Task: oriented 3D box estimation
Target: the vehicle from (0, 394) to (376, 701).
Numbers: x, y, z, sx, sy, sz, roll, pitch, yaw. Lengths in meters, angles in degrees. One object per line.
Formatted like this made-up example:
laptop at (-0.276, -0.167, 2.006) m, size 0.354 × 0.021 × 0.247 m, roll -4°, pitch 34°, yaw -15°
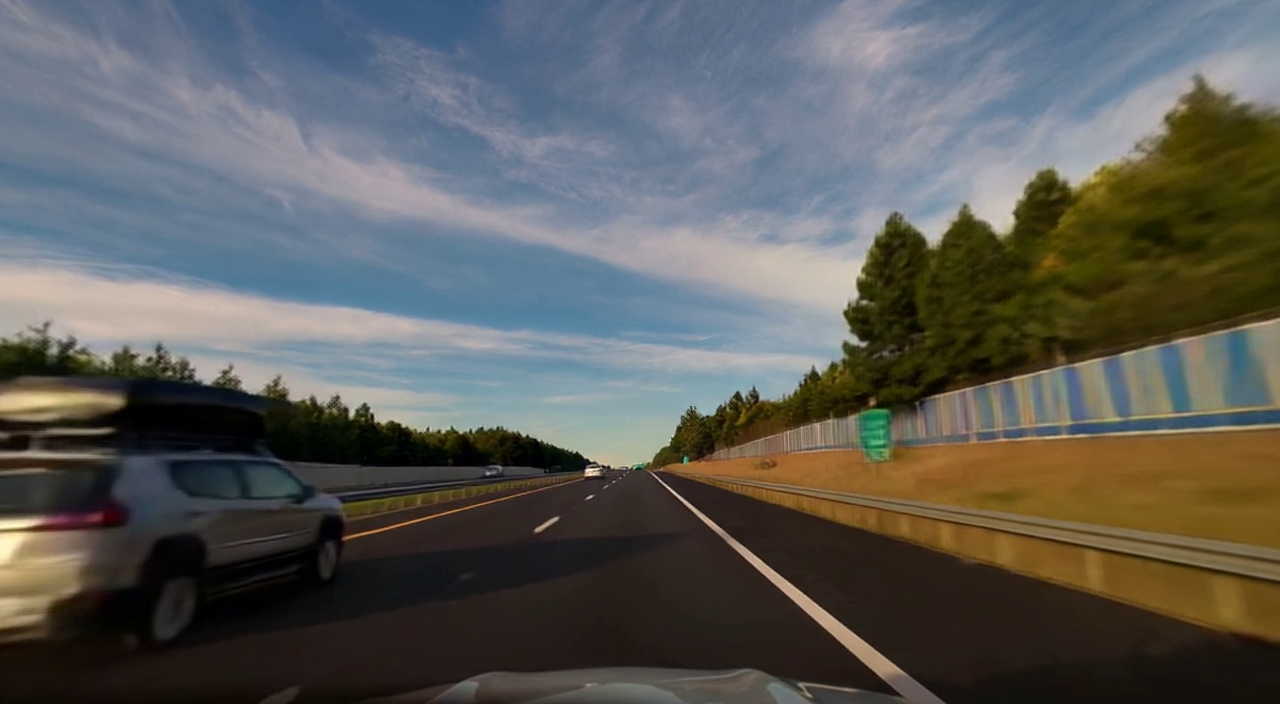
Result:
vehicle at (-4.355, 1.447, 5.663) m, size 2.022 × 1.650 × 4.331 m, roll 1°, pitch -11°, yaw 0°
